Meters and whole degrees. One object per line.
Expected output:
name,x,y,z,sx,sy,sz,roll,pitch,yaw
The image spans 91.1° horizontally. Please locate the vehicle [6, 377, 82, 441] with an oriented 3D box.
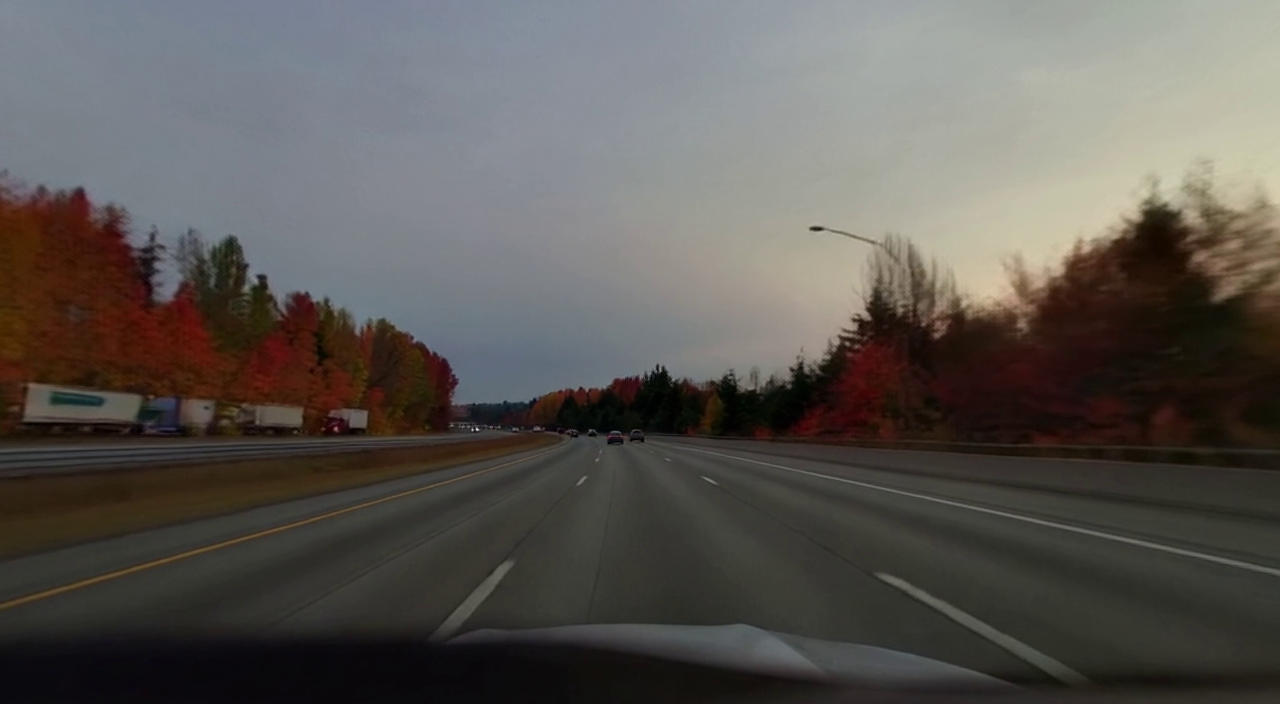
vehicle,-43.768,4.051,46.064,6.538,4.314,3.494,-3,-5,44
